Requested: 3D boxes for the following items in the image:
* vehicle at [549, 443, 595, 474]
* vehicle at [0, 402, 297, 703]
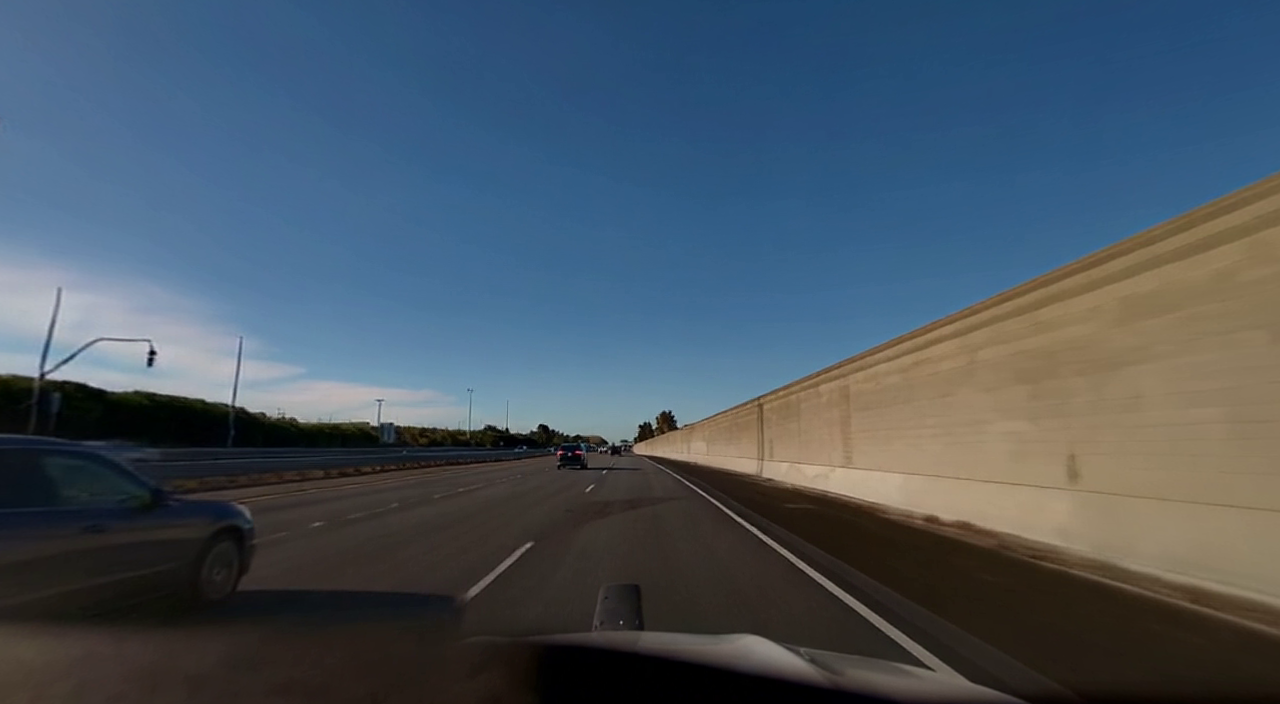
[{"bbox_3d":[-3.907,6.176,36.758,2.133,1.683,4.340,1,-9,0],"label":"vehicle"},{"bbox_3d":[-3.938,1.034,2.974,2.195,1.573,4.176,0,-9,1],"label":"vehicle"}]
